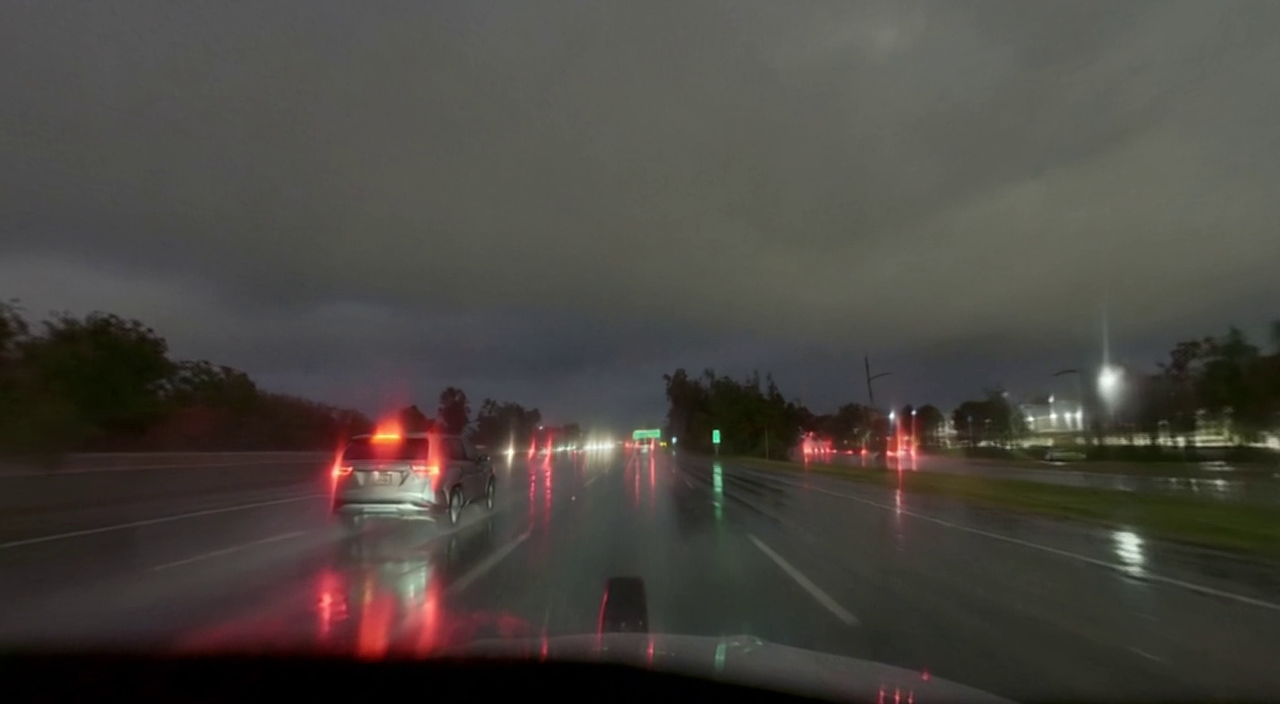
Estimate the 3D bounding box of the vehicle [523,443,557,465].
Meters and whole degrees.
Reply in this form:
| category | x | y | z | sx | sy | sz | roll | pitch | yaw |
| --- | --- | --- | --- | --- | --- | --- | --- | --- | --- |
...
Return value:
| category | x | y | z | sx | sy | sz | roll | pitch | yaw |
| --- | --- | --- | --- | --- | --- | --- | --- | --- | --- |
| vehicle | -7.726 | 7.920 | 49.107 | 1.871 | 1.542 | 4.371 | -1 | -8 | 0 |

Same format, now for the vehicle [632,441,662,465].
| category | x | y | z | sx | sy | sz | roll | pitch | yaw |
| --- | --- | --- | --- | --- | --- | --- | --- | --- | --- |
| vehicle | 0.480 | 7.340 | 46.019 | 2.023 | 1.589 | 4.030 | 0 | -8 | 0 |

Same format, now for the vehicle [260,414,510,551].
| category | x | y | z | sx | sy | sz | roll | pitch | yaw |
| --- | --- | --- | --- | --- | --- | --- | --- | --- | --- |
| vehicle | -3.791 | 2.035 | 10.488 | 2.214 | 1.759 | 4.435 | -1 | -8 | 1 |
